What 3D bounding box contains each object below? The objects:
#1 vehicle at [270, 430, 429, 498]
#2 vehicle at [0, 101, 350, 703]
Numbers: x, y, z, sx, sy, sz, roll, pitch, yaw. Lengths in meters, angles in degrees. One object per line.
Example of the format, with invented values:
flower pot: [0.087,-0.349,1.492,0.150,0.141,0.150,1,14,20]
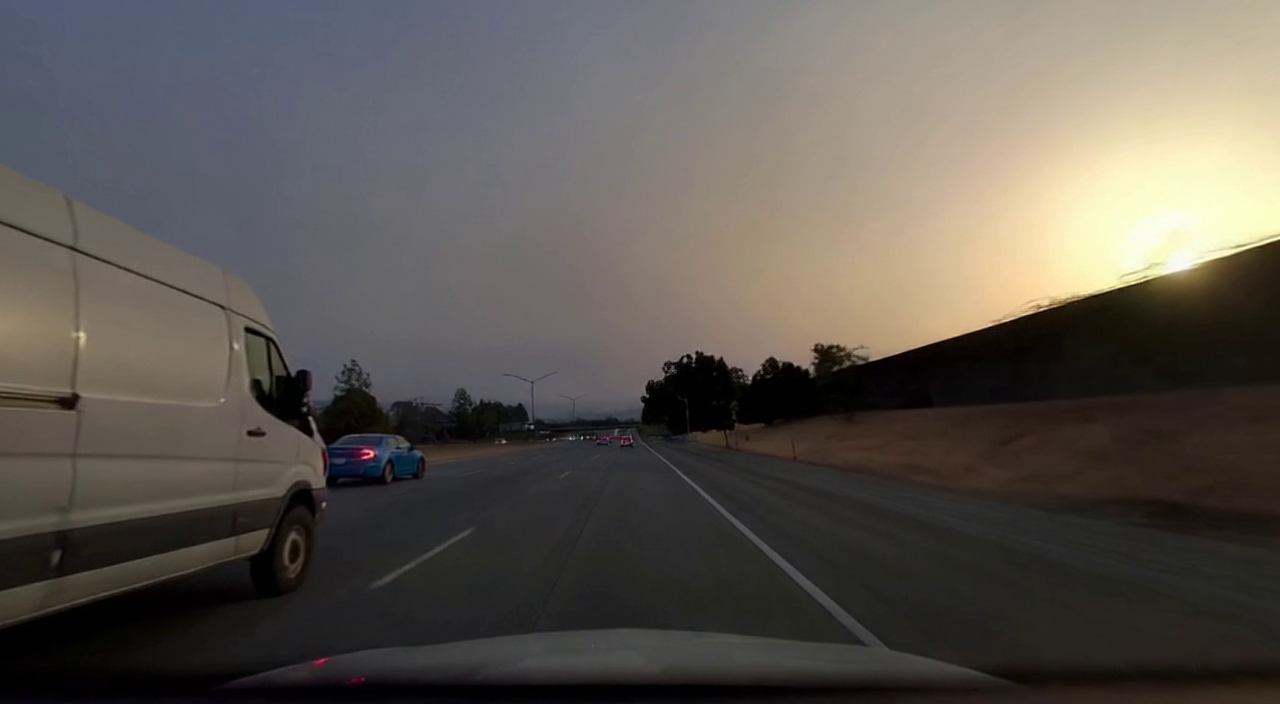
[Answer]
vehicle: [-7.047,2.729,15.841,1.949,1.465,4.318,0,-8,0]
vehicle: [-4.134,0.204,2.463,2.428,2.782,7.330,0,-8,0]
